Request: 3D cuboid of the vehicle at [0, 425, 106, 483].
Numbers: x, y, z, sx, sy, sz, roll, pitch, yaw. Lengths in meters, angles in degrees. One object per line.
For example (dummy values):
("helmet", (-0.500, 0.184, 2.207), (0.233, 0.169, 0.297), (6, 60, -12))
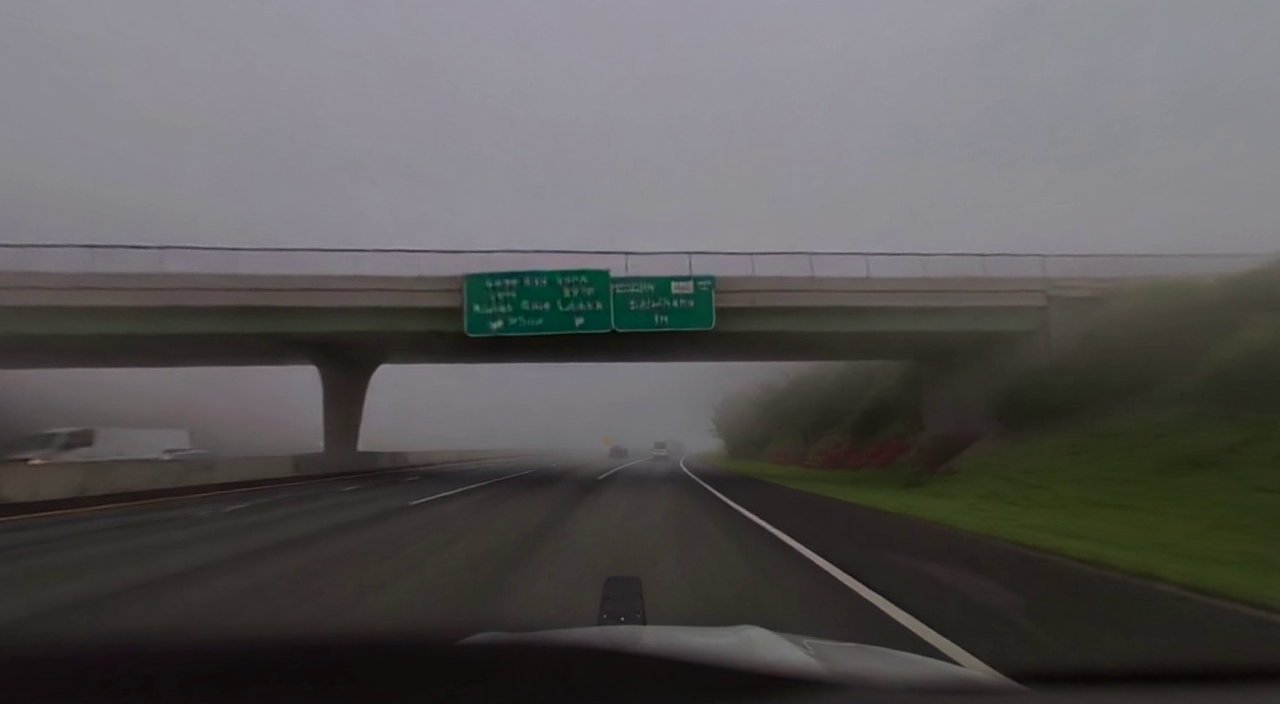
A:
("vehicle", (-39.802, 6.821, 42.166), (2.887, 3.555, 6.298), (2, -9, -8))
